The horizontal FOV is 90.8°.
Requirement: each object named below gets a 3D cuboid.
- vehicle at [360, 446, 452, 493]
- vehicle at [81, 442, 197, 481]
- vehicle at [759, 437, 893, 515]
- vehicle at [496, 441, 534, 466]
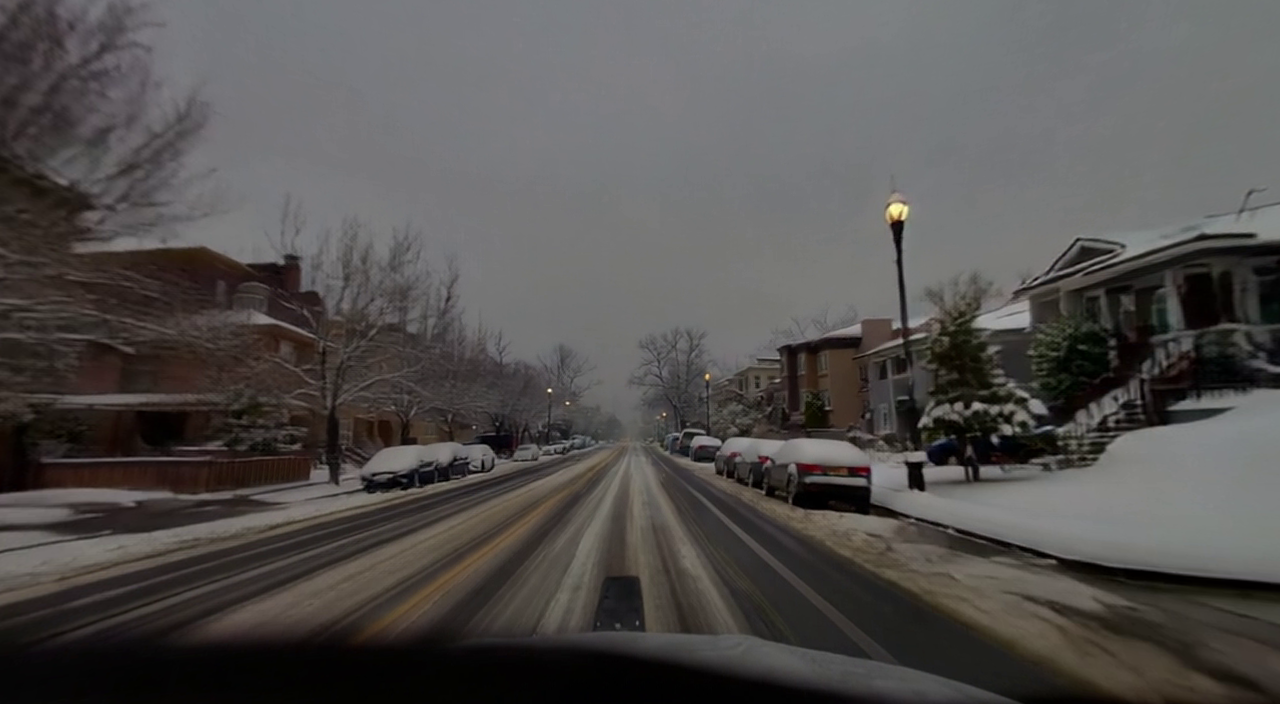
[{"bbox_3d":[-8.175,4.114,22.472,1.852,1.482,3.916,-1,-9,-2],"label":"vehicle"},{"bbox_3d":[-20.475,4.453,26.034,1.800,1.475,3.604,0,-8,-1],"label":"vehicle"},{"bbox_3d":[4.135,2.796,14.746,1.845,1.556,3.929,0,-8,-1],"label":"vehicle"},{"bbox_3d":[-8.311,6.761,42.344,1.883,1.565,3.655,-2,-8,-1],"label":"vehicle"}]
